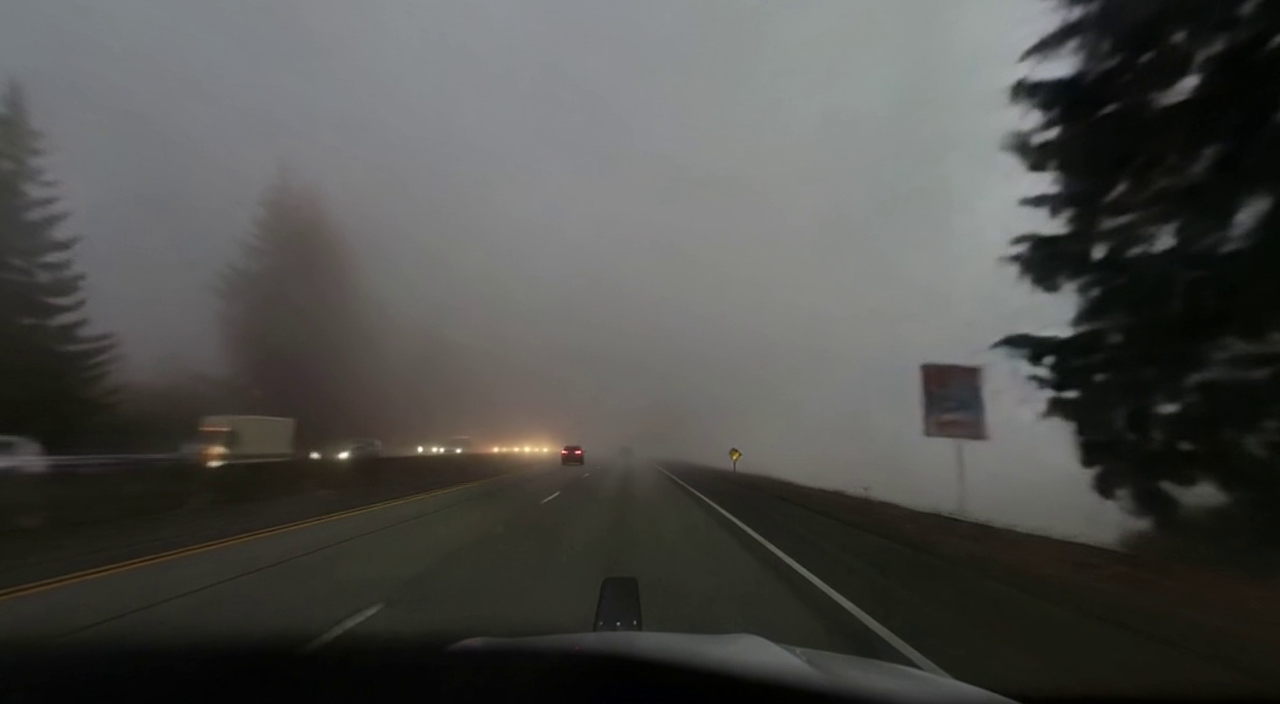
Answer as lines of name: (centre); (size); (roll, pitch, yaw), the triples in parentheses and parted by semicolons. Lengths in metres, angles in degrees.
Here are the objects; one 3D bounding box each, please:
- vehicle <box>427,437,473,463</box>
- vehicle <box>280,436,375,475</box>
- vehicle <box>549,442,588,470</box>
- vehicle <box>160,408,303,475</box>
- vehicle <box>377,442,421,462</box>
vehicle: (-13.682, 7.101, 45.356); (1.956, 1.714, 4.432); (0, -9, -1)
vehicle: (-12.775, 4.263, 25.929); (1.862, 1.487, 4.033); (0, -9, 0)
vehicle: (-4.562, 6.715, 40.705); (2.098, 1.692, 4.038); (0, -9, -1)
vehicle: (-17.632, 3.962, 27.595); (2.363, 2.579, 5.795); (0, -9, -1)
vehicle: (-19.015, 7.932, 49.644); (1.907, 1.516, 4.127); (0, -9, -1)
